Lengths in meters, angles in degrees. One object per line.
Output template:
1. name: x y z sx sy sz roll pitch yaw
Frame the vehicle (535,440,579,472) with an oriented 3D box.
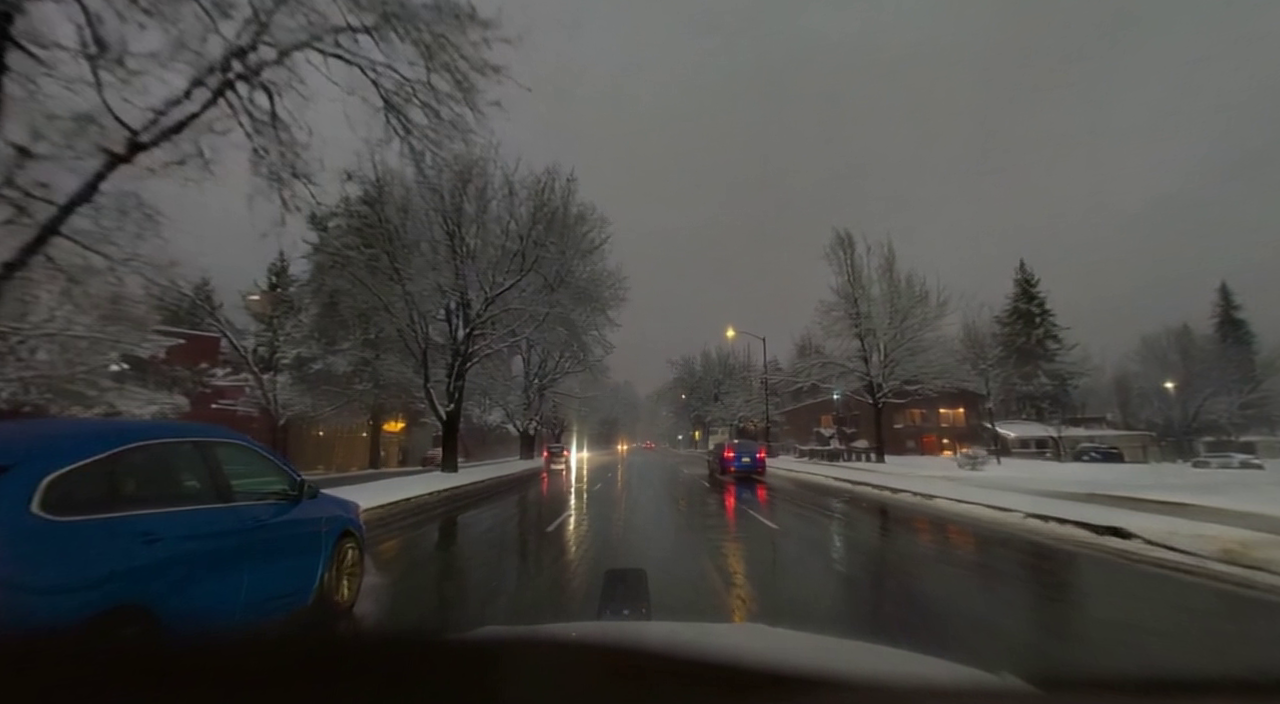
1. vehicle: -4.437 5.619 34.279 2.113 1.626 4.129 0 -8 -4

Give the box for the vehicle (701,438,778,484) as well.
1. vehicle: 3.488 3.926 22.989 2.083 1.474 4.360 0 -8 0

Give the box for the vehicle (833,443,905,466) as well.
1. vehicle: 16.692 7.498 46.104 4.458 1.560 2.045 0 -8 -1

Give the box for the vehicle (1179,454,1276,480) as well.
1. vehicle: 34.679 6.778 37.240 3.954 1.401 1.980 1 -8 -6

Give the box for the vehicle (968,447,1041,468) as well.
1. vehicle: 28.809 8.317 49.869 4.587 1.518 1.843 0 -7 1

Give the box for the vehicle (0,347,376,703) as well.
1. vehicle: -3.560 1.015 3.605 2.023 1.720 4.741 0 -8 0
